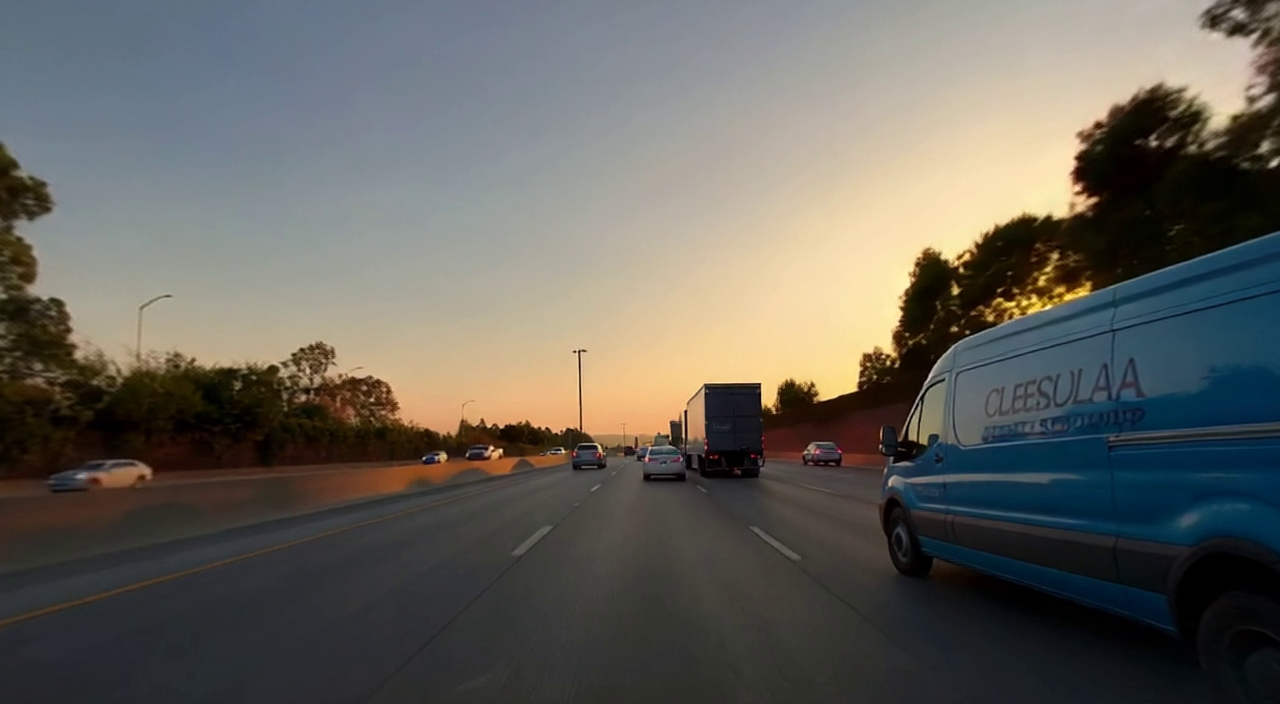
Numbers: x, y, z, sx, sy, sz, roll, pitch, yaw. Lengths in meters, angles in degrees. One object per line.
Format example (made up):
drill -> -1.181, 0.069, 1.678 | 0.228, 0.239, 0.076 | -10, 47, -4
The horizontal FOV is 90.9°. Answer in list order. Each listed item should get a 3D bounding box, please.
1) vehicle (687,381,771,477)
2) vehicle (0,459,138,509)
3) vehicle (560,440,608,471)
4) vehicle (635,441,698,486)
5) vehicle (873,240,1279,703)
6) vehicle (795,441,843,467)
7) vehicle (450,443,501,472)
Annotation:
vehicle -> 4.299, 4.251, 33.514 | 2.821, 4.077, 12.562 | 0, -9, 1
vehicle -> -23.157, 5.249, 25.452 | 1.949, 1.724, 4.574 | 0, -9, 0
vehicle -> -3.089, 5.830, 35.675 | 2.182, 1.601, 4.364 | -1, -9, 1
vehicle -> 0.873, 4.002, 22.941 | 2.063, 1.469, 4.208 | 0, -9, 0
vehicle -> 3.569, 0.773, 3.402 | 2.441, 2.017, 5.739 | 0, -9, 0
vehicle -> 11.143, 6.340, 39.474 | 1.870, 1.525, 3.680 | 0, -9, 0
vehicle -> -11.848, 7.633, 45.880 | 2.166, 1.890, 5.403 | 0, -9, 1
